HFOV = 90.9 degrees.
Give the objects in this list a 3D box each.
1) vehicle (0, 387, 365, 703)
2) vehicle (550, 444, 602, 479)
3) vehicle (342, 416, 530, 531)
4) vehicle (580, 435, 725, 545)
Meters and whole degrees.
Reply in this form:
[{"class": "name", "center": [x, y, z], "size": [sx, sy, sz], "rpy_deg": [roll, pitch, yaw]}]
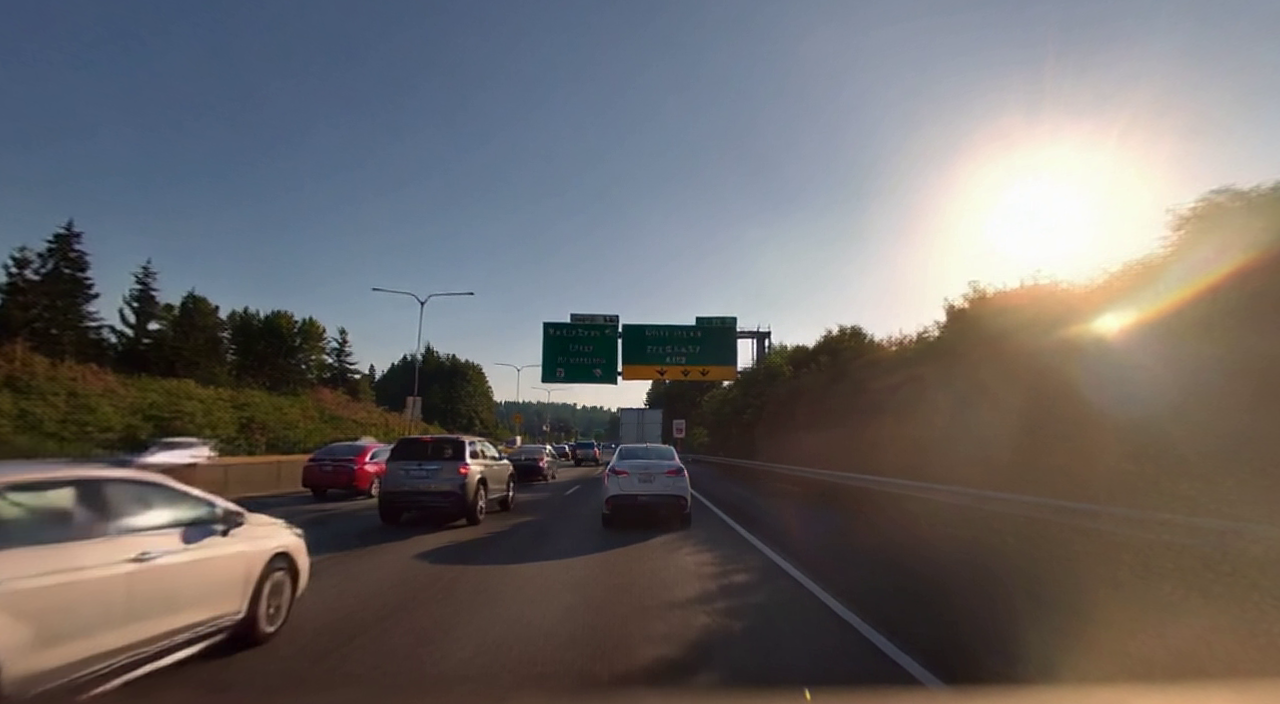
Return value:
[{"class": "vehicle", "center": [-3.373, 1.011, 3.149], "size": [1.980, 1.491, 4.340], "rpy_deg": [0, -9, 1]}, {"class": "vehicle", "center": [-2.875, 5.008, 28.971], "size": [1.998, 1.466, 3.684], "rpy_deg": [0, -9, 0]}, {"class": "vehicle", "center": [-3.684, 2.312, 12.502], "size": [2.051, 1.829, 4.736], "rpy_deg": [0, -9, 1]}, {"class": "vehicle", "center": [0.164, 2.174, 10.471], "size": [1.995, 1.495, 3.380], "rpy_deg": [0, -9, 0]}]
